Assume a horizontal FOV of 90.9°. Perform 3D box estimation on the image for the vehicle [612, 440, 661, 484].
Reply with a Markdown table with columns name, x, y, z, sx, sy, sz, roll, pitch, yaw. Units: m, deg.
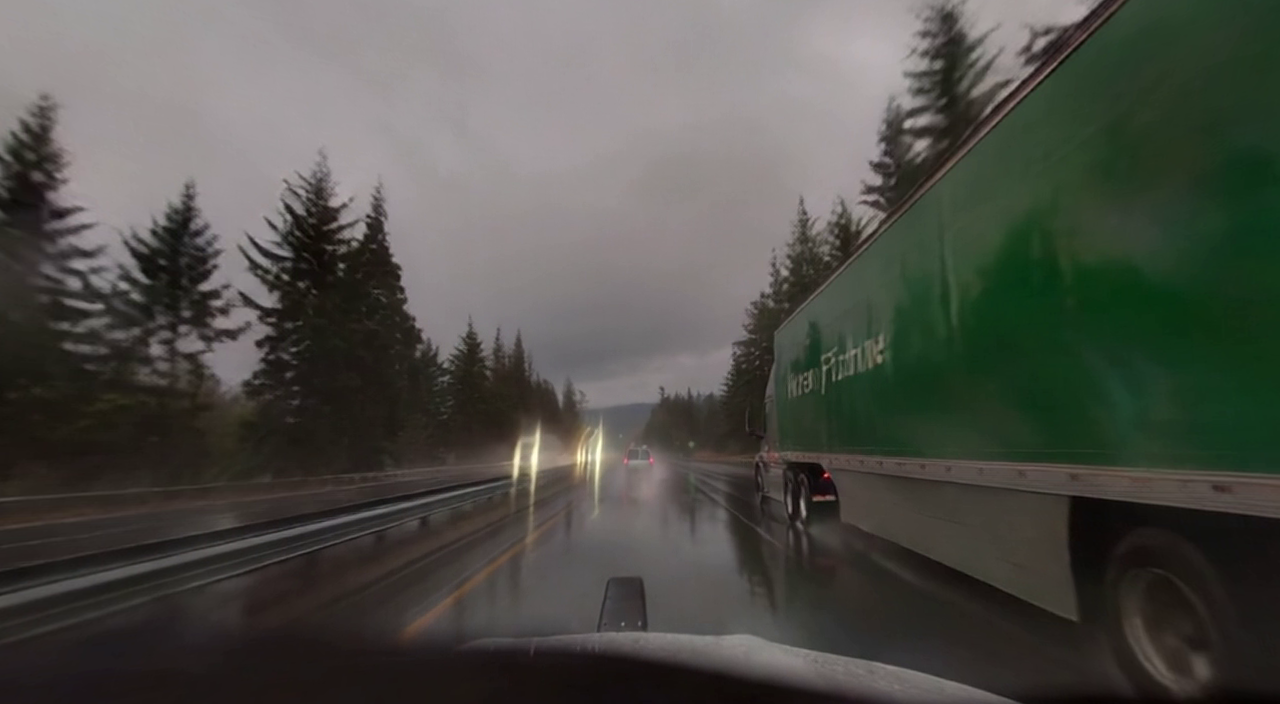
| name | x | y | z | sx | sy | sz | roll | pitch | yaw |
| --- | --- | --- | --- | --- | --- | --- | --- | --- | --- |
| vehicle | -0.146 | 5.035 | 29.180 | 2.105 | 1.865 | 4.102 | 0 | -9 | 0 |

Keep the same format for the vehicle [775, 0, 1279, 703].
| name | x | y | z | sx | sy | sz | roll | pitch | yaw |
| --- | --- | --- | --- | --- | --- | --- | --- | --- | --- |
| vehicle | 4.354 | 0.355 | 6.594 | 3.030 | 3.985 | 12.707 | 0 | -9 | 0 |
